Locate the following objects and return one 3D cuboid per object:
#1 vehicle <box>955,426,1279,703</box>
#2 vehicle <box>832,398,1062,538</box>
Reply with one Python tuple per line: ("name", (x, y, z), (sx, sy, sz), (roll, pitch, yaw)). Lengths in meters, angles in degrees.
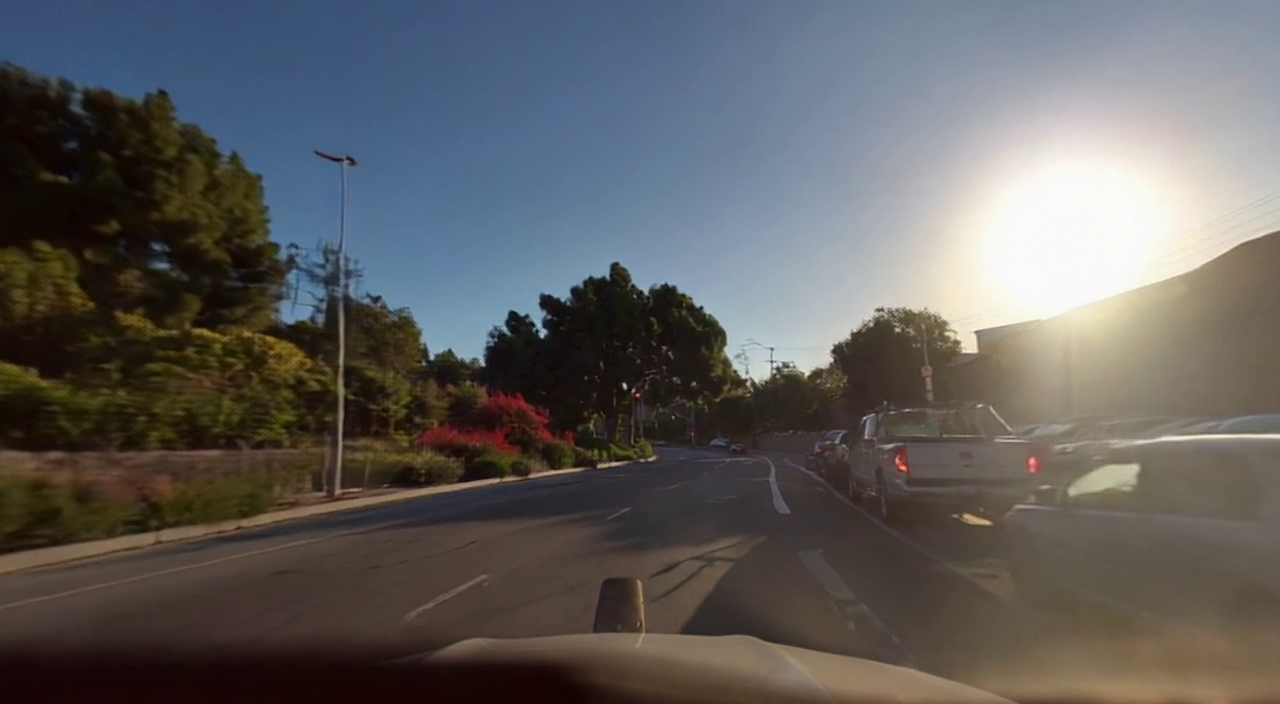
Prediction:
("vehicle", (3.877, 1.237, 4.035), (1.887, 1.439, 4.687), (-1, -9, 8))
("vehicle", (5.392, 2.148, 12.394), (2.291, 1.981, 6.444), (-2, -9, 10))
